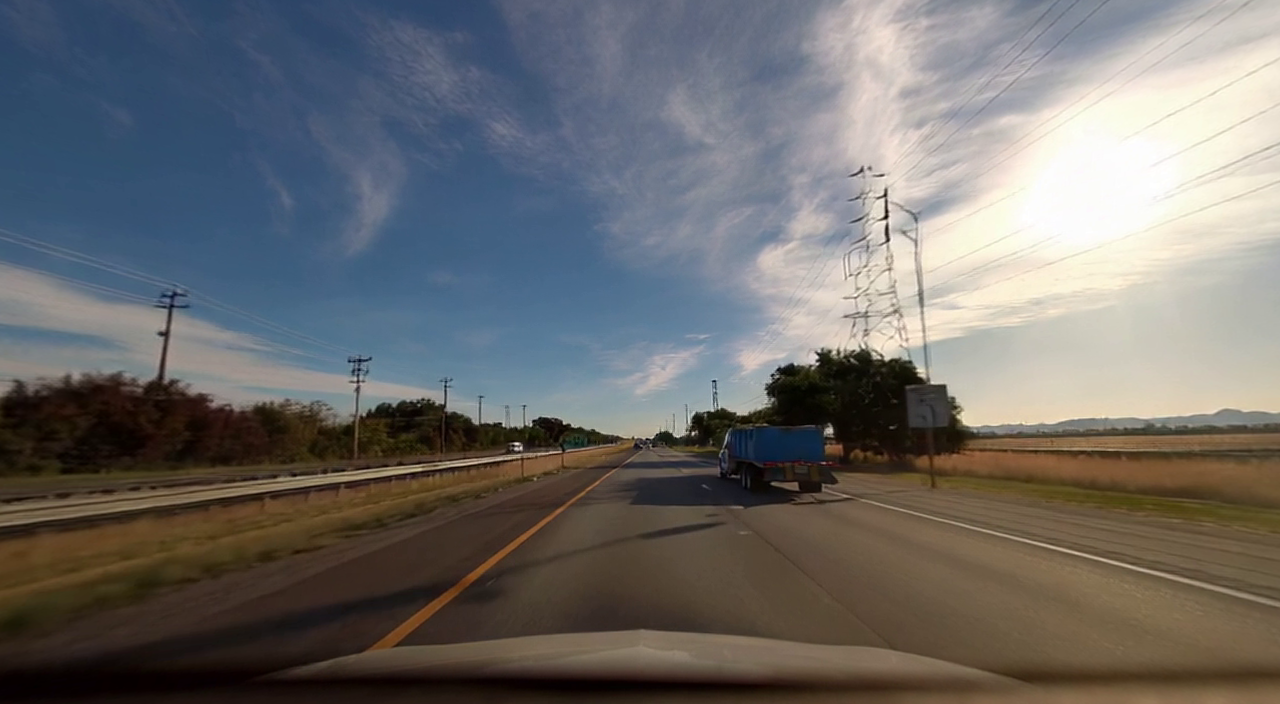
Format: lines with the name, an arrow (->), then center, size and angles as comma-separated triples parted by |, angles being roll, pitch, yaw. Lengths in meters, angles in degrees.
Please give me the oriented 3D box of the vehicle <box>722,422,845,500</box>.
vehicle -> 3.787, 3.009, 17.815 | 2.228, 1.852, 5.449 | 0, -8, 0
